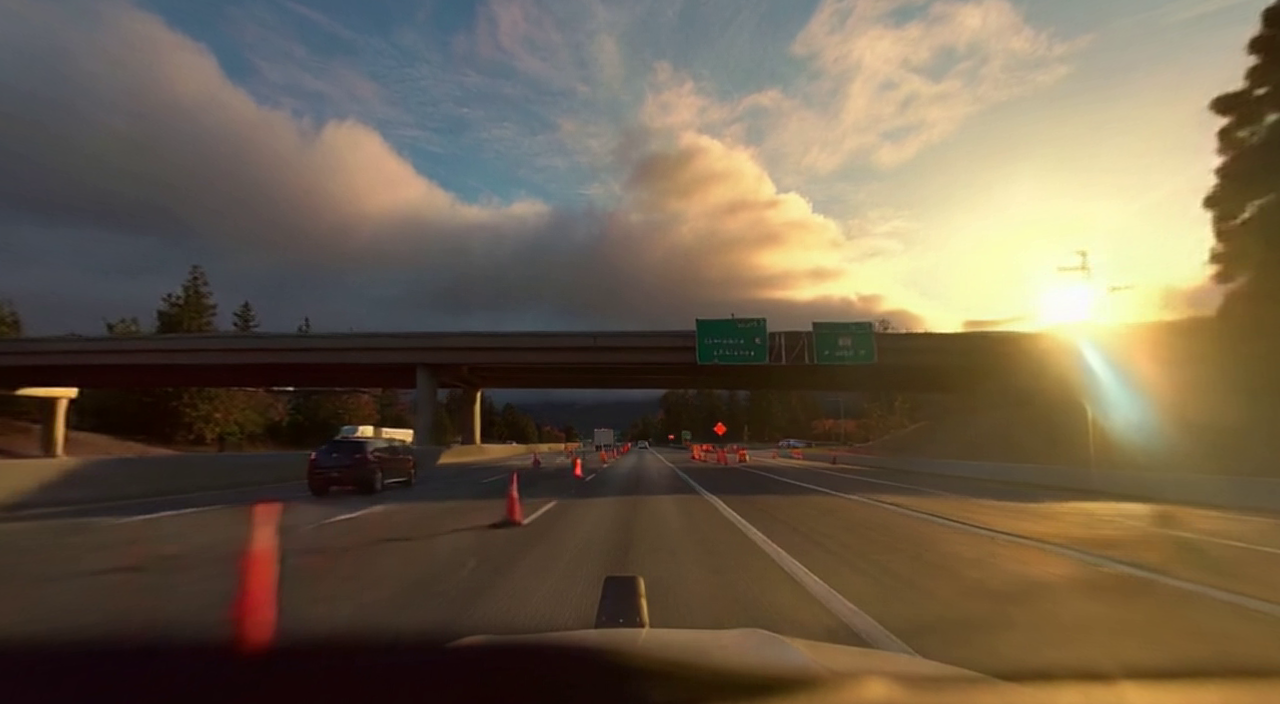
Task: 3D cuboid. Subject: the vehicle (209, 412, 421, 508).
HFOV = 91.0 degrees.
[{"bbox_3d":[-6.984,2.392,14.360,2.103,1.775,4.966,0,-8,1],"label":"vehicle"}]
